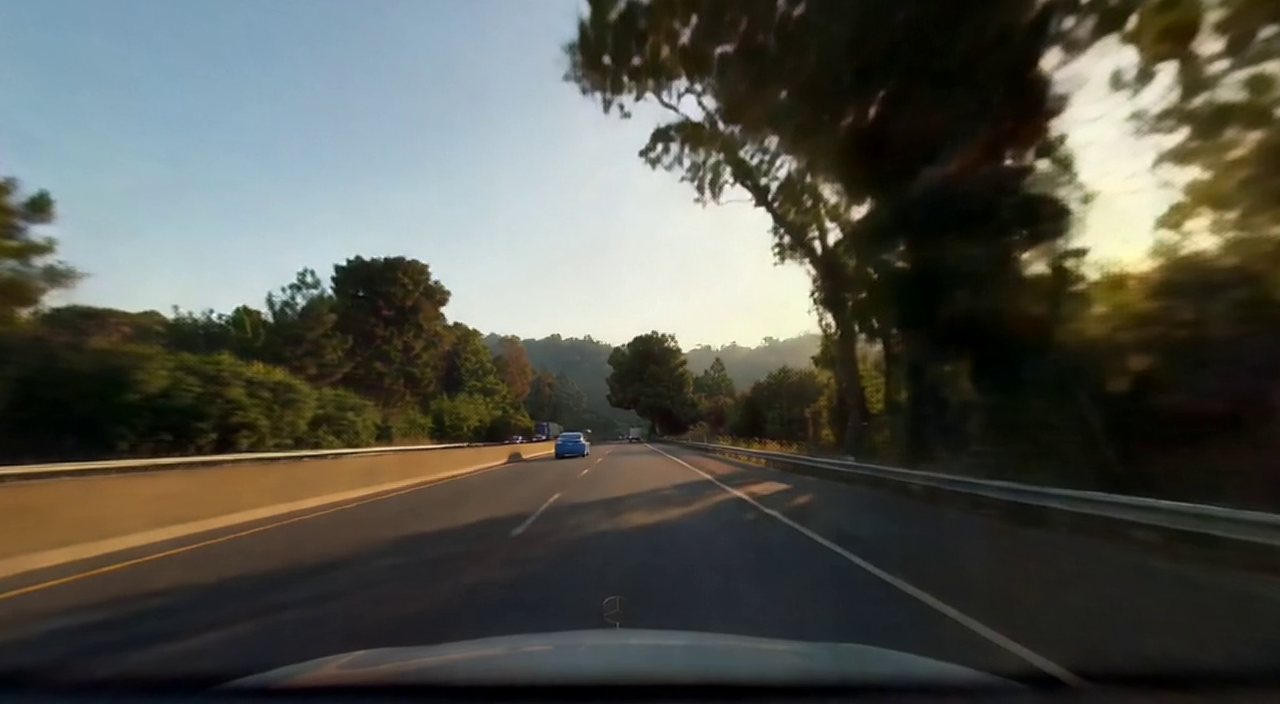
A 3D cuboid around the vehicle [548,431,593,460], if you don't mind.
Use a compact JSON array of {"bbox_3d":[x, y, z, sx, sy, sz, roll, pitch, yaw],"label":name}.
[{"bbox_3d":[-3.768,5.147,34.715,2.085,1.479,3.846,0,-8,-1],"label":"vehicle"}]
